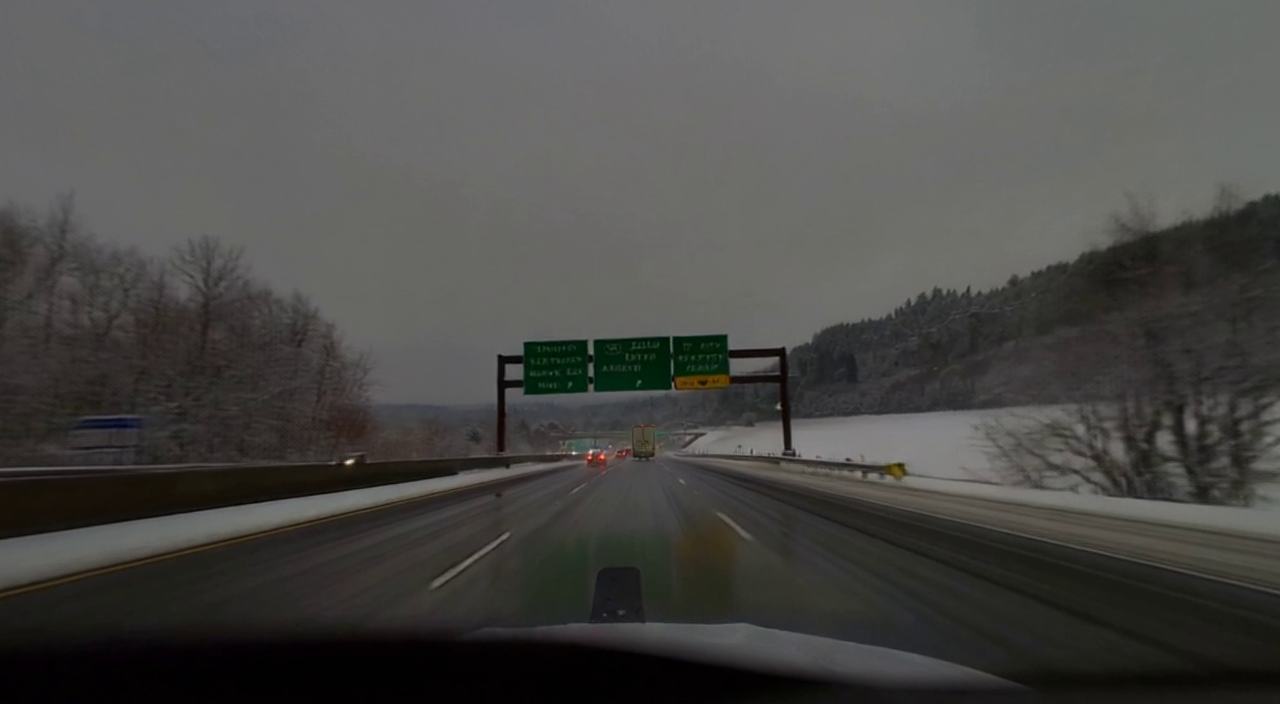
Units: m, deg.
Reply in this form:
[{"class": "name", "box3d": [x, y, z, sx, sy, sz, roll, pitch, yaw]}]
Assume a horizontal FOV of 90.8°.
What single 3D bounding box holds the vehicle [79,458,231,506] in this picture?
[{"class": "vehicle", "box3d": [-17.019, 4.546, 22.483, 1.838, 1.473, 4.371, 0, -9, 1]}]
